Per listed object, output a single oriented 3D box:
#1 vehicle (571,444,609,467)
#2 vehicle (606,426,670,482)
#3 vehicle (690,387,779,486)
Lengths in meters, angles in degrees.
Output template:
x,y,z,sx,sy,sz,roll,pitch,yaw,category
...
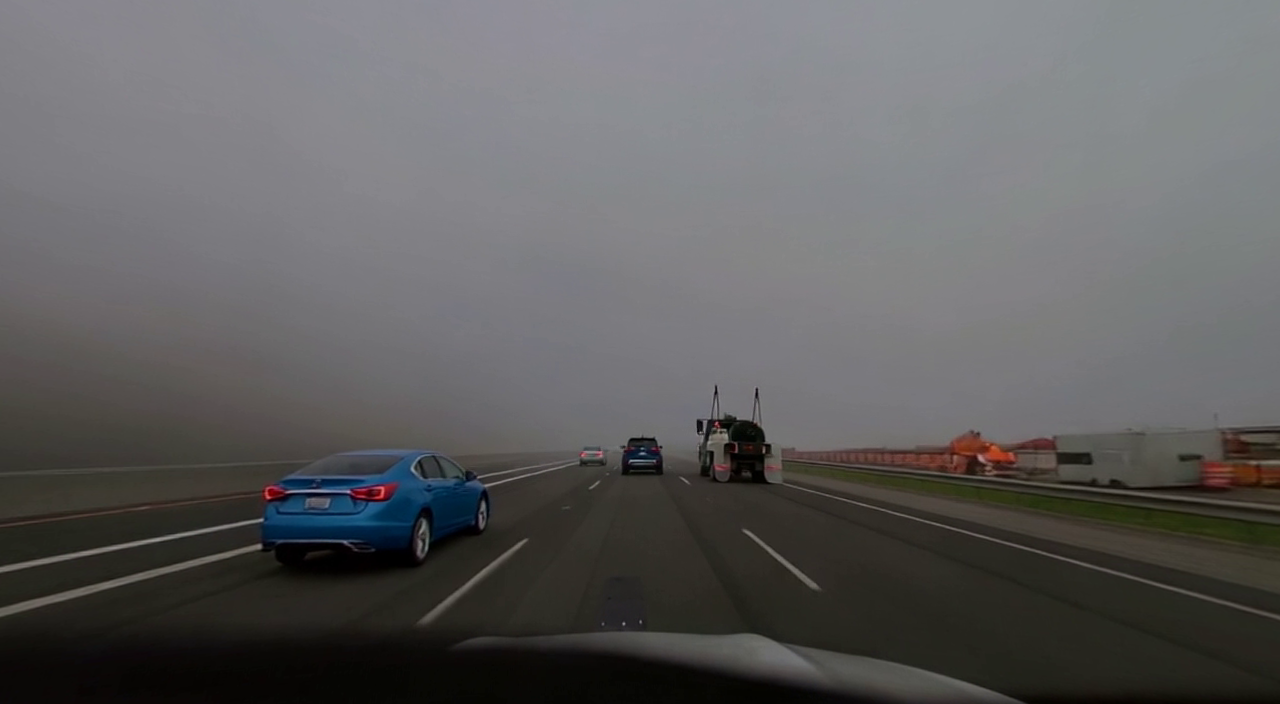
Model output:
x,y,z,sx,sy,sz,roll,pitch,yaw,category
-3.233,6.832,41.826,2.096,1.469,4.319,0,-8,1,vehicle
-0.056,4.041,25.173,2.308,1.993,4.631,0,-8,1,vehicle
4.057,3.993,29.441,2.793,3.828,9.580,0,-8,1,vehicle
